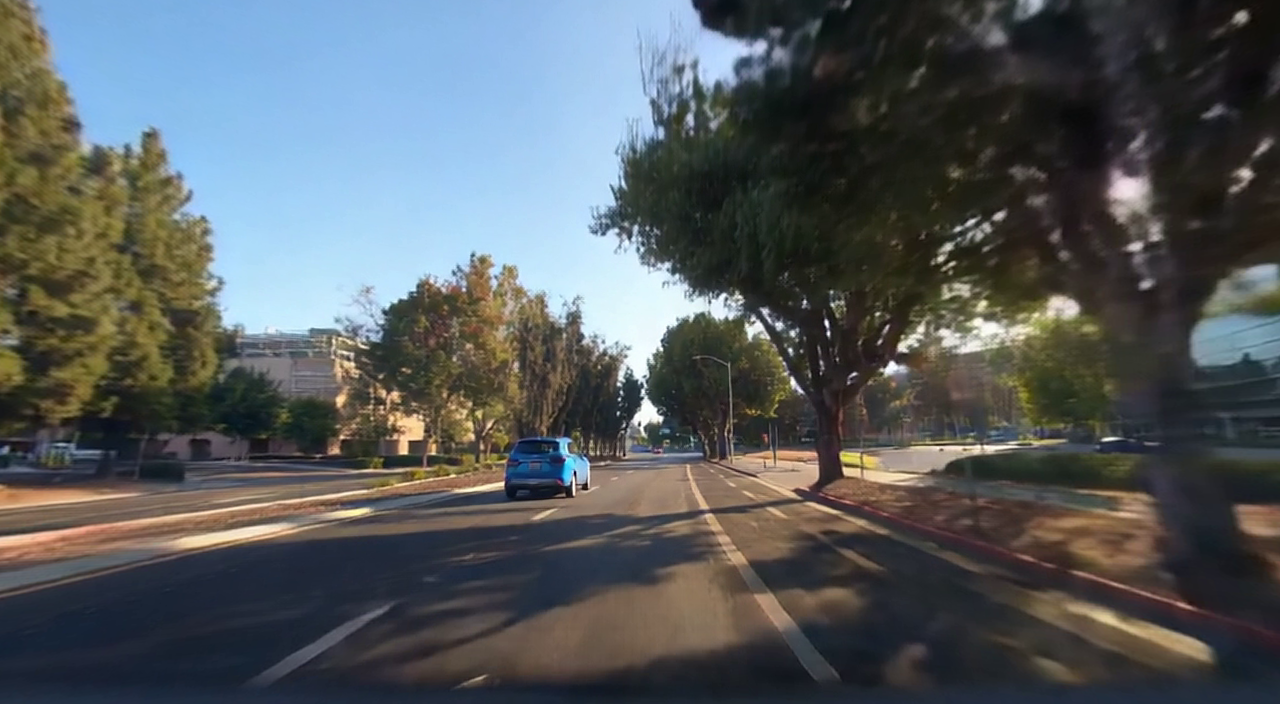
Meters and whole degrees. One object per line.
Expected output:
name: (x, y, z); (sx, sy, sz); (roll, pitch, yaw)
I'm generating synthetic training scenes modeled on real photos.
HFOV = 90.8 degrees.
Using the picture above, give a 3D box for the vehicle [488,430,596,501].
vehicle: (-2.554, 3.115, 17.708); (2.121, 1.724, 4.392); (0, -9, 2)

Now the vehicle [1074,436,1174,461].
vehicle: (33.674, 6.732, 44.051); (5.239, 1.663, 1.977); (0, -9, 3)
